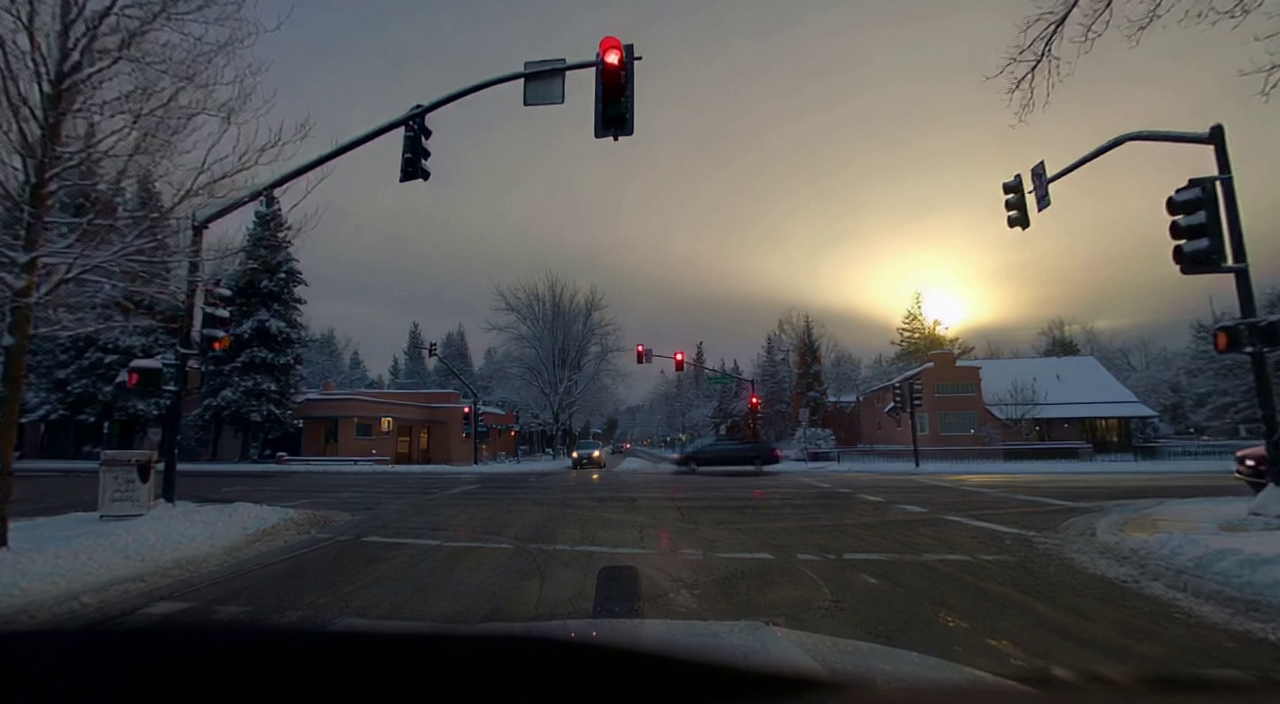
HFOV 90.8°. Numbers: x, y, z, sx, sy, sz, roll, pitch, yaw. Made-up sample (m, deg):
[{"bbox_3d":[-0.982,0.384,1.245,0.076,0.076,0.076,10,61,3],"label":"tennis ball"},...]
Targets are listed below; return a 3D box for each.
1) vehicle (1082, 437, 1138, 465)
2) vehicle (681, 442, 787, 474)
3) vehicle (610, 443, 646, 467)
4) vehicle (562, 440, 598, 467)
[{"bbox_3d":[26.952,5.659,36.159,2.092,1.474,4.046,-8,-11,40],"label":"vehicle"},{"bbox_3d":[4.423,4.939,29.563,4.628,1.414,1.897,-3,-9,17],"label":"vehicle"},{"bbox_3d":[-0.873,6.827,41.994,2.056,1.492,3.937,1,-9,-6],"label":"vehicle"},{"bbox_3d":[-4.131,7.100,44.295,2.251,1.756,4.610,0,-9,-2],"label":"vehicle"}]
